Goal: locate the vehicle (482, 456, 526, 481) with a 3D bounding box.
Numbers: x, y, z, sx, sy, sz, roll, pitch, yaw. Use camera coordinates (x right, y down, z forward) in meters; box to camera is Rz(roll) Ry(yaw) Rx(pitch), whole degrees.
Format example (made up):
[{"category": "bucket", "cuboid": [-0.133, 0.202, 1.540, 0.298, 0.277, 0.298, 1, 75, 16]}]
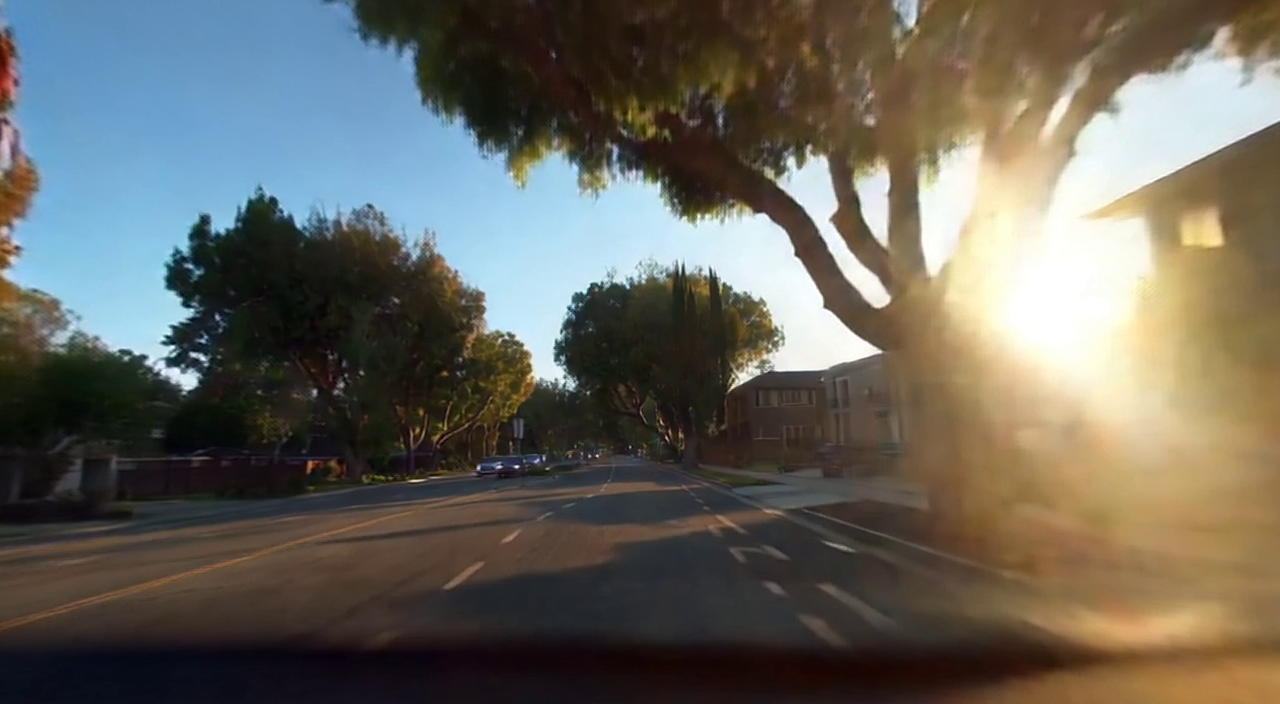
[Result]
[{"category": "vehicle", "cuboid": [-9.163, 7.851, 42.762, 2.050, 1.486, 4.512, 0, -9, -2]}]
